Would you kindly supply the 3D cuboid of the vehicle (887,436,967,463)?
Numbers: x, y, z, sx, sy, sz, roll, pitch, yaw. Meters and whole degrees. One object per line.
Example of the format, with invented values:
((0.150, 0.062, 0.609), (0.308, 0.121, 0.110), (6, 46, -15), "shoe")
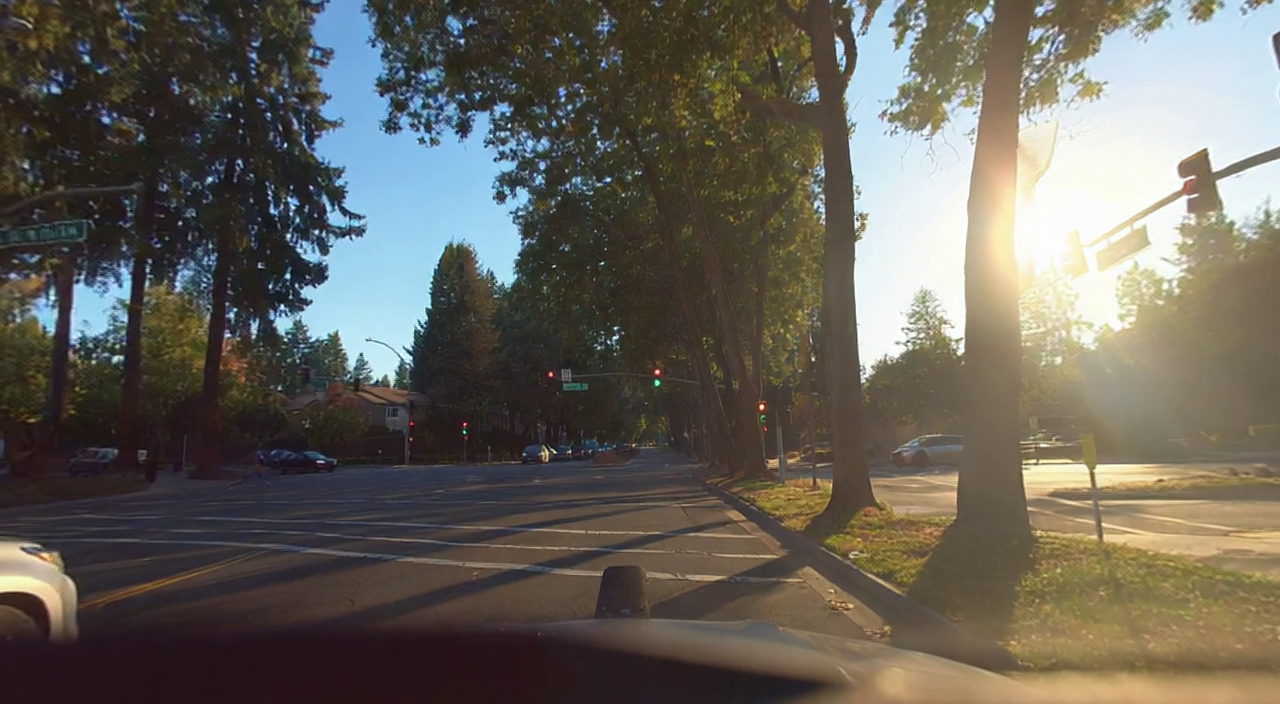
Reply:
((16.112, 5.510, 35.584), (3.952, 1.468, 1.768), (-4, -9, 22), "vehicle")
